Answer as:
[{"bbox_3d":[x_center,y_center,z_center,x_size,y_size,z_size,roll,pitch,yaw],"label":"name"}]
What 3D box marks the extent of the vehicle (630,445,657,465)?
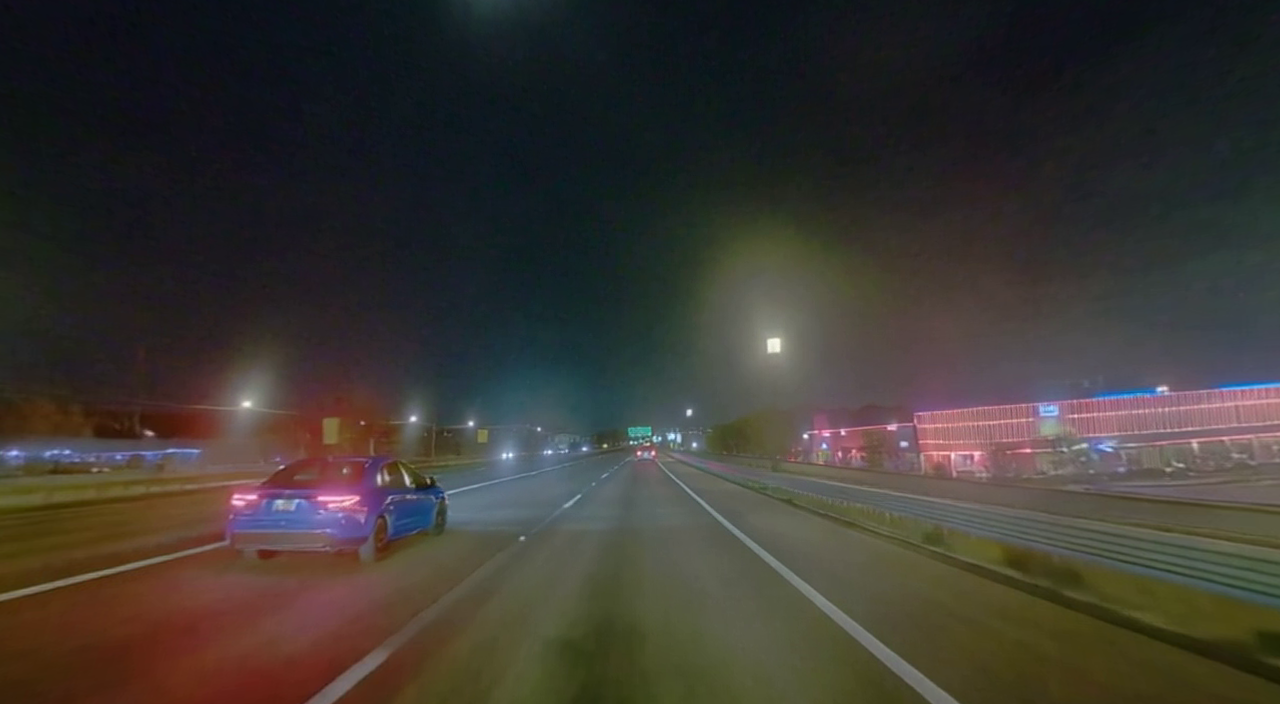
[{"bbox_3d":[0.286,8.064,49.442,2.014,1.507,3.960,0,-9,0],"label":"vehicle"}]
